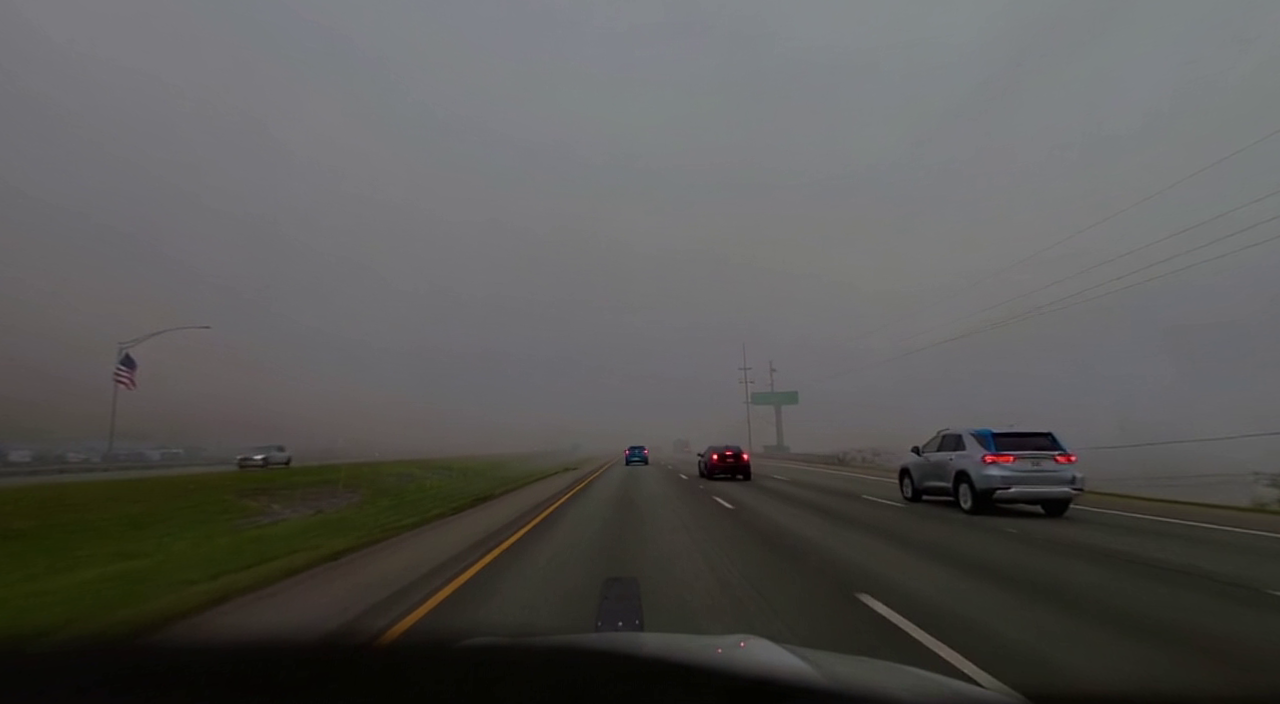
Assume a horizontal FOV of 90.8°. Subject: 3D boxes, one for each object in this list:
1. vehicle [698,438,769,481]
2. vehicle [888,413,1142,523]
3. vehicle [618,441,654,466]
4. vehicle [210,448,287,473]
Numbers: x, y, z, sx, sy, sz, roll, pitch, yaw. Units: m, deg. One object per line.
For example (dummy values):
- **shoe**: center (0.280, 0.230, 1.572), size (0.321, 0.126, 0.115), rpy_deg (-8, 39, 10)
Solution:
- **vehicle**: center (3.550, 4.172, 24.831), size (1.978, 1.488, 4.252), rpy_deg (0, -8, -2)
- **vehicle**: center (7.126, 2.261, 12.843), size (2.114, 1.800, 4.779), rpy_deg (0, -8, -1)
- **vehicle**: center (-0.284, 6.270, 39.125), size (2.085, 1.449, 3.860), rpy_deg (0, -8, -1)
- **vehicle**: center (-24.949, 6.891, 40.517), size (1.864, 1.444, 4.875), rpy_deg (0, -8, -1)
